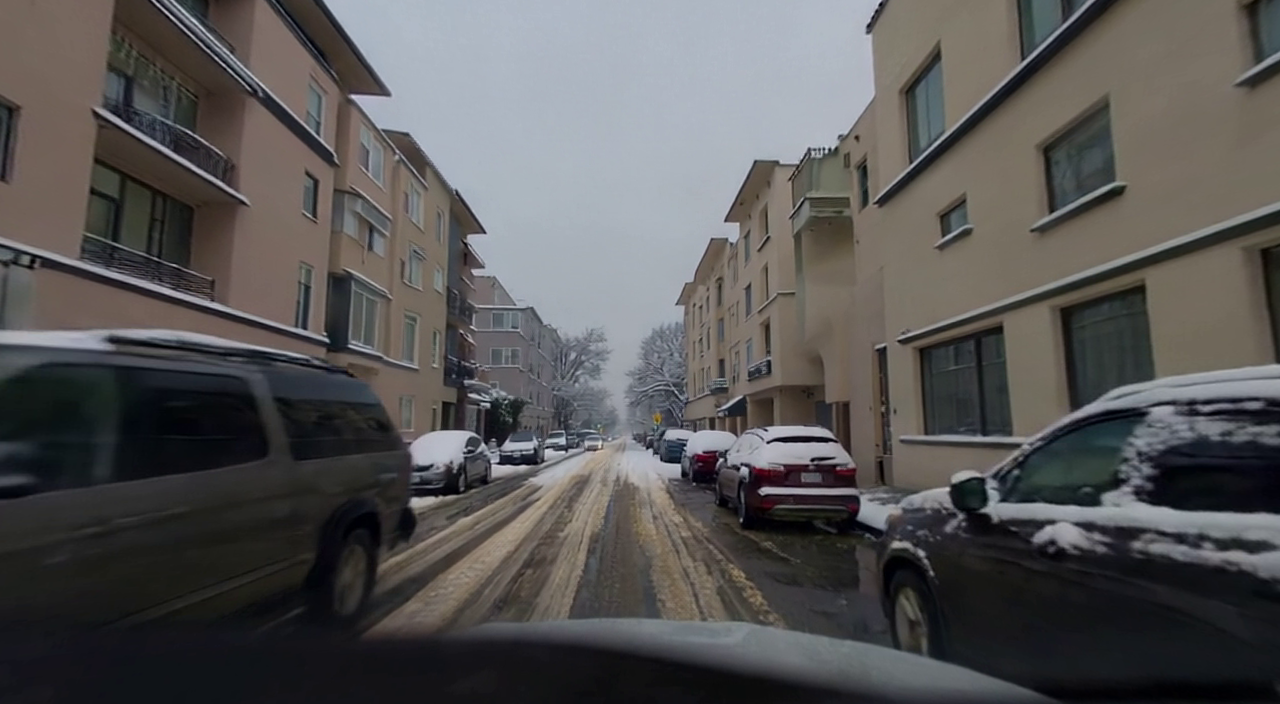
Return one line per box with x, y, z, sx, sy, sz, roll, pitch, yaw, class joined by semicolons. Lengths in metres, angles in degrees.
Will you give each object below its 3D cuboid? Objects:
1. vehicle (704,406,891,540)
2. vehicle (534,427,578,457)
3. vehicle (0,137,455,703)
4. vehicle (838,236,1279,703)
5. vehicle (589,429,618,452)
2.203;1.799;9.996;1.839;1.678;3.918;0;-8;-2;vehicle
-4.769;5.224;36.285;1.872;1.484;3.978;5;-9;1;vehicle
-2.850;0.619;2.912;2.195;2.103;5.420;0;-8;1;vehicle
2.249;0.739;2.066;1.897;1.717;4.028;0;-8;0;vehicle
-2.530;6.250;44.444;1.845;1.544;3.388;0;-8;-1;vehicle
